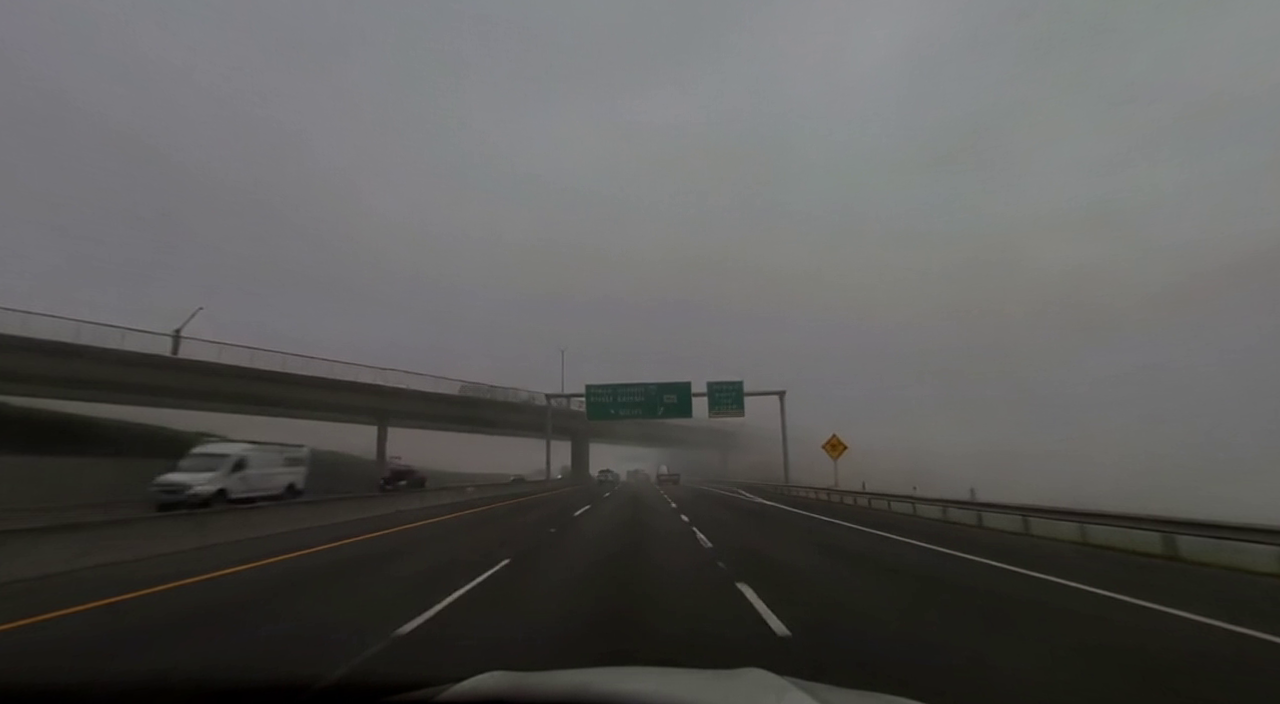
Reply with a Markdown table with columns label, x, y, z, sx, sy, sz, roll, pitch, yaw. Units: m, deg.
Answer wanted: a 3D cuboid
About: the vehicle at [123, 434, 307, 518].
| label | x | y | z | sx | sy | sz | roll | pitch | yaw |
| --- | --- | --- | --- | --- | --- | --- | --- | --- | --- |
| vehicle | -15.701 | 4.684 | 24.041 | 2.236 | 2.675 | 6.724 | 1 | -10 | 0 |
